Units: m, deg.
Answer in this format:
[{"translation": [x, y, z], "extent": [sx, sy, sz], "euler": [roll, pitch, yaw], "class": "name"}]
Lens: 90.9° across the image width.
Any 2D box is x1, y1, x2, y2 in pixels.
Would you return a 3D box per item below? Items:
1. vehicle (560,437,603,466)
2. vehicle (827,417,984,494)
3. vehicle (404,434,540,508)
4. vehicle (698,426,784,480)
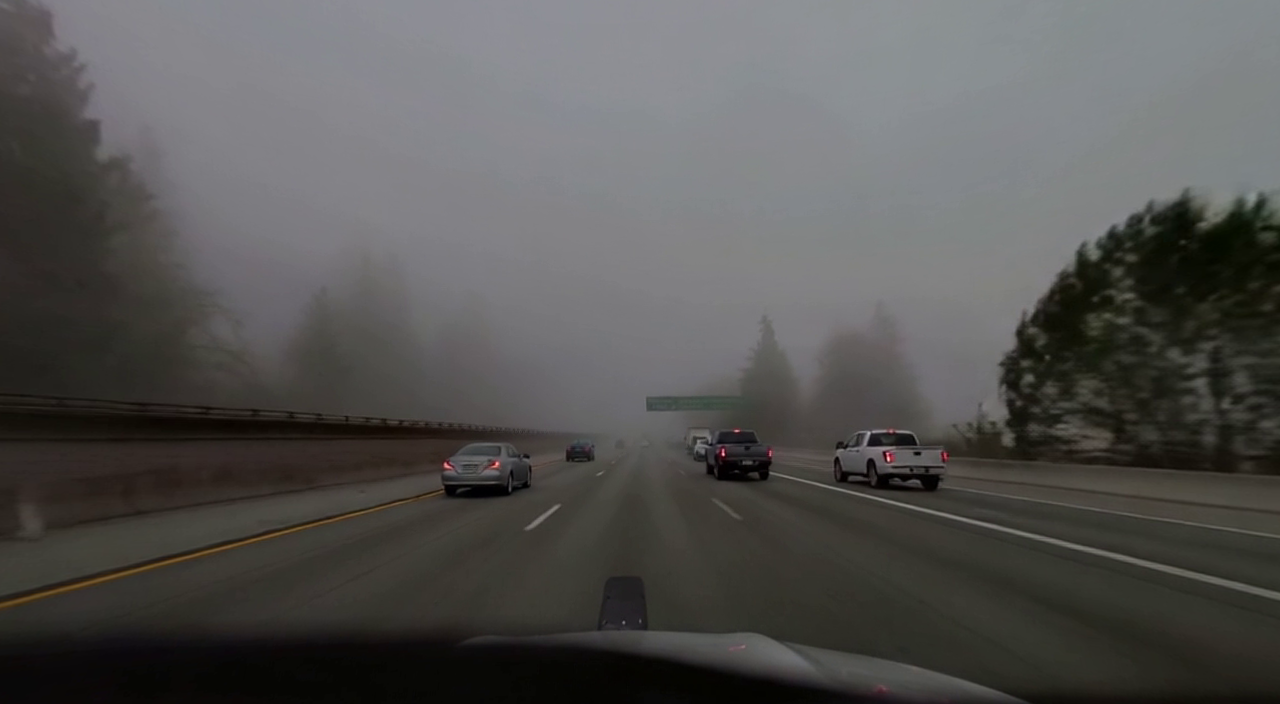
[{"translation": [-3.400, 5.880, 37.425], "extent": [2.020, 1.628, 4.248], "euler": [0, -9, 1], "class": "vehicle"}, {"translation": [7.727, 3.114, 19.238], "extent": [2.291, 1.968, 5.662], "euler": [0, -9, 0], "class": "vehicle"}, {"translation": [-3.721, 2.715, 14.803], "extent": [1.978, 1.473, 4.073], "euler": [0, -9, 1], "class": "vehicle"}, {"translation": [3.947, 4.124, 25.911], "extent": [2.517, 1.935, 5.552], "euler": [0, -9, -1], "class": "vehicle"}]
